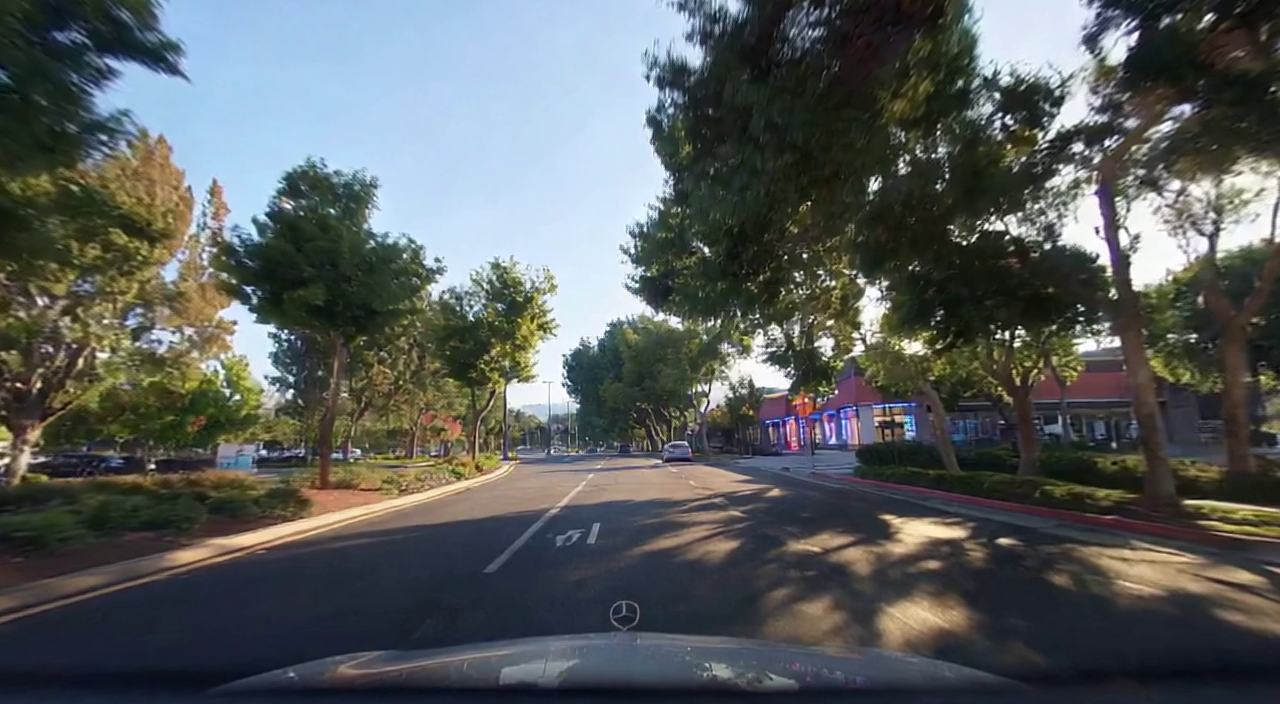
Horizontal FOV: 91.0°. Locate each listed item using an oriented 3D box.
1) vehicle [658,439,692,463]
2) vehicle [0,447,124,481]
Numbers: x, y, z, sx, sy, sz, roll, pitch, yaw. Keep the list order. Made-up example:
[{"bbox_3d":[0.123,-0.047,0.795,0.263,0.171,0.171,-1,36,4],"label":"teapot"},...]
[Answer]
[{"bbox_3d":[2.475,7.107,45.331,2.020,1.681,4.248,0,-8,-2],"label":"vehicle"},{"bbox_3d":[-40.280,7.812,43.955,6.106,2.040,2.476,-2,-8,-2],"label":"vehicle"}]
